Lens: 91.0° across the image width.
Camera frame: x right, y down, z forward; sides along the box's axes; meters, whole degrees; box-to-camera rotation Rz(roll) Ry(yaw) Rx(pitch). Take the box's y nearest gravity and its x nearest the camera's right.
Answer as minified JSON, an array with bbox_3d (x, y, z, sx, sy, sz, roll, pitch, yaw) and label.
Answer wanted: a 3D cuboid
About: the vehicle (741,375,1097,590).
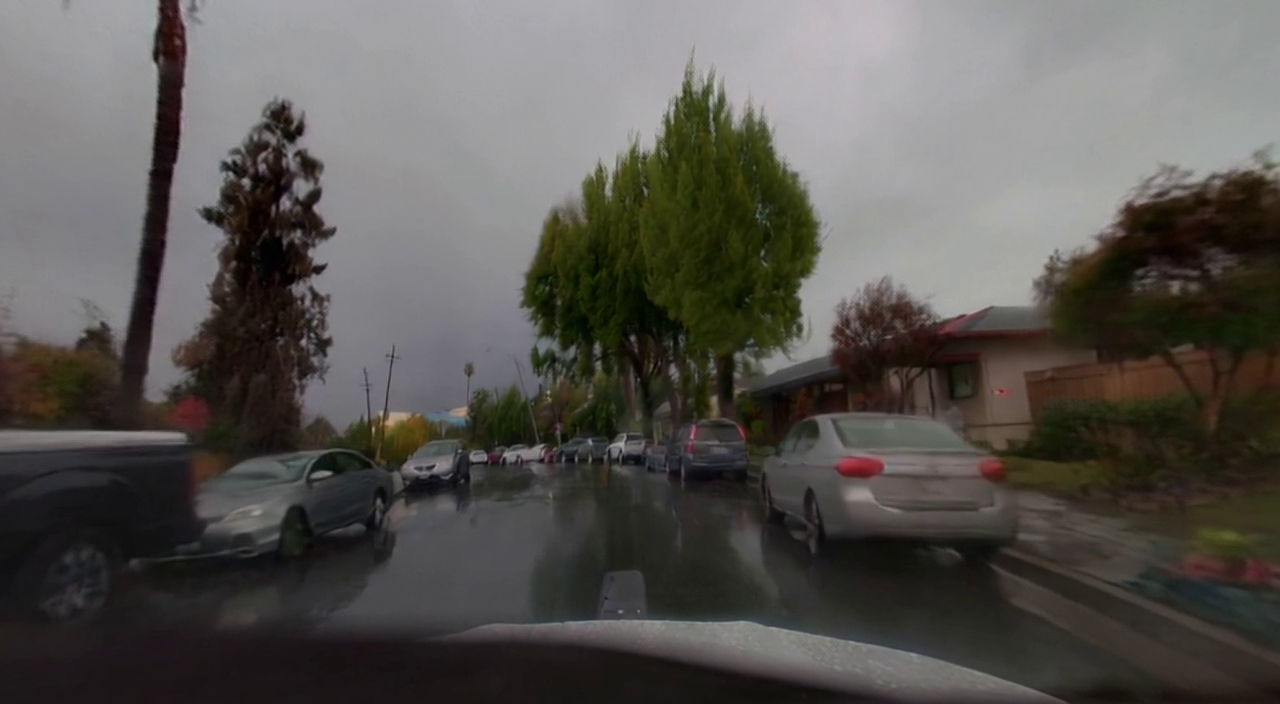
[{"bbox_3d":[2.519,1.343,7.235,2.076,1.658,4.604,0,-8,2],"label":"vehicle"}]

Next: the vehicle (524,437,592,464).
[{"bbox_3d":[-5.093,6.025,38.536,2.108,1.503,4.977,5,-10,-33],"label":"vehicle"}]

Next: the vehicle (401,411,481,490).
[{"bbox_3d":[-7.425,3.714,23.803,2.337,2.289,6.092,-6,-7,-17],"label":"vehicle"}]

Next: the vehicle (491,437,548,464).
[{"bbox_3d":[-8.276,6.718,42.966,1.918,1.753,4.655,6,-10,-37],"label":"vehicle"}]

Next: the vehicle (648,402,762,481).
[{"bbox_3d":[1.716,2.659,18.657,2.139,1.997,4.864,1,-8,-9],"label":"vehicle"}]

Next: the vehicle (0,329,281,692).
[{"bbox_3d":[-5.249,0.878,3.237,2.624,2.178,6.522,-1,-8,4],"label":"vehicle"}]
